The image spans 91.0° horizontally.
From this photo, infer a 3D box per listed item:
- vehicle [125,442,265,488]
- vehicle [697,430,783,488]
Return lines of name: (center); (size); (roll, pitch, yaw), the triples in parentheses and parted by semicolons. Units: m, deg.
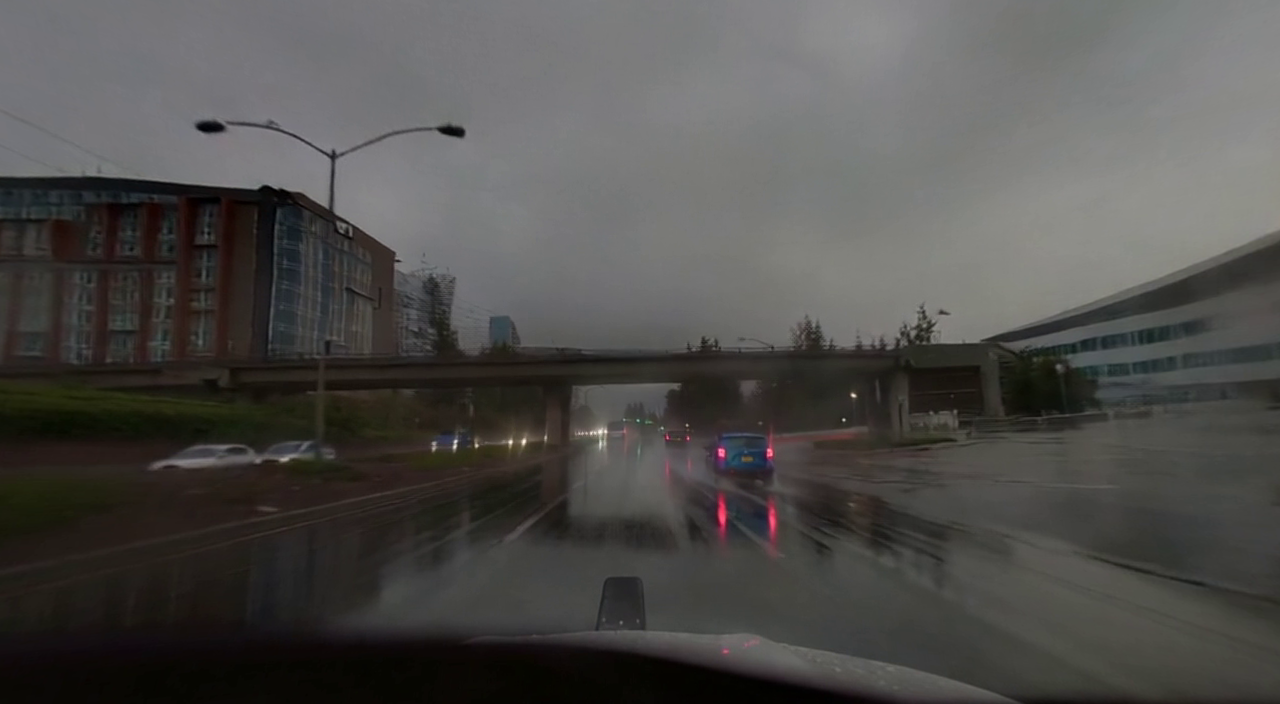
vehicle: (-16.340, 4.144, 23.500); (1.967, 1.520, 4.542); (0, -9, -1)
vehicle: (3.191, 3.530, 21.117); (2.110, 1.712, 4.489); (0, -9, 0)
